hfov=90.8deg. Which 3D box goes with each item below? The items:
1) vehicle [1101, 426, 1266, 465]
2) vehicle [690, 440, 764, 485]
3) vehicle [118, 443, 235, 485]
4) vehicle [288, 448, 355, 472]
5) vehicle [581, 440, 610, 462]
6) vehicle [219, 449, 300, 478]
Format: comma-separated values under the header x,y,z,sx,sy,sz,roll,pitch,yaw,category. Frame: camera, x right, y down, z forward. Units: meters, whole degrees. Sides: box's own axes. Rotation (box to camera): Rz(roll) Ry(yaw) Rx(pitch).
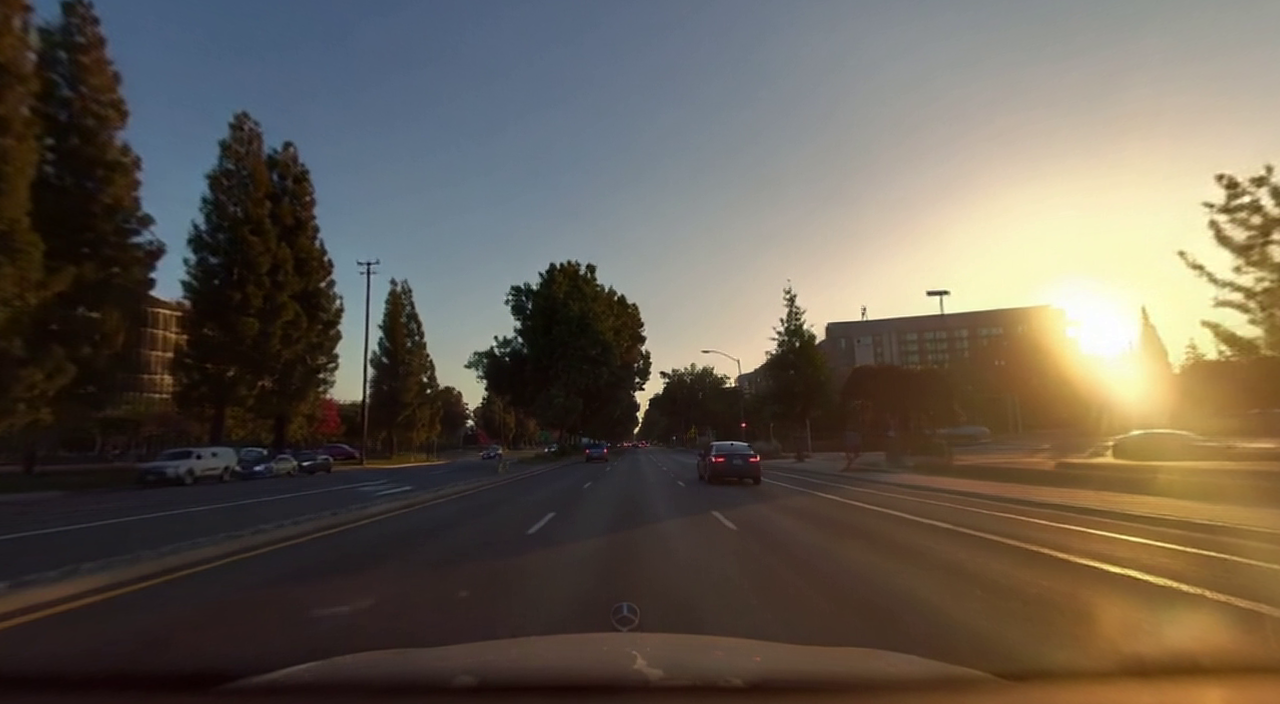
x,y,z,sx,sy,sz,roll,pitch,yaw,category
21.850,3.790,25.551,4.748,1.451,2.089,0,-9,-1,vehicle
3.054,3.975,23.065,1.966,1.449,4.290,0,-8,-2,vehicle
-22.374,5.387,30.804,2.139,1.833,4.686,0,-8,0,vehicle
-22.419,7.616,44.776,2.098,1.510,5.072,0,-8,0,vehicle
-3.472,7.770,49.835,1.935,1.617,4.045,0,-8,0,vehicle
-22.413,6.560,37.436,1.865,1.507,4.631,0,-8,0,vehicle
